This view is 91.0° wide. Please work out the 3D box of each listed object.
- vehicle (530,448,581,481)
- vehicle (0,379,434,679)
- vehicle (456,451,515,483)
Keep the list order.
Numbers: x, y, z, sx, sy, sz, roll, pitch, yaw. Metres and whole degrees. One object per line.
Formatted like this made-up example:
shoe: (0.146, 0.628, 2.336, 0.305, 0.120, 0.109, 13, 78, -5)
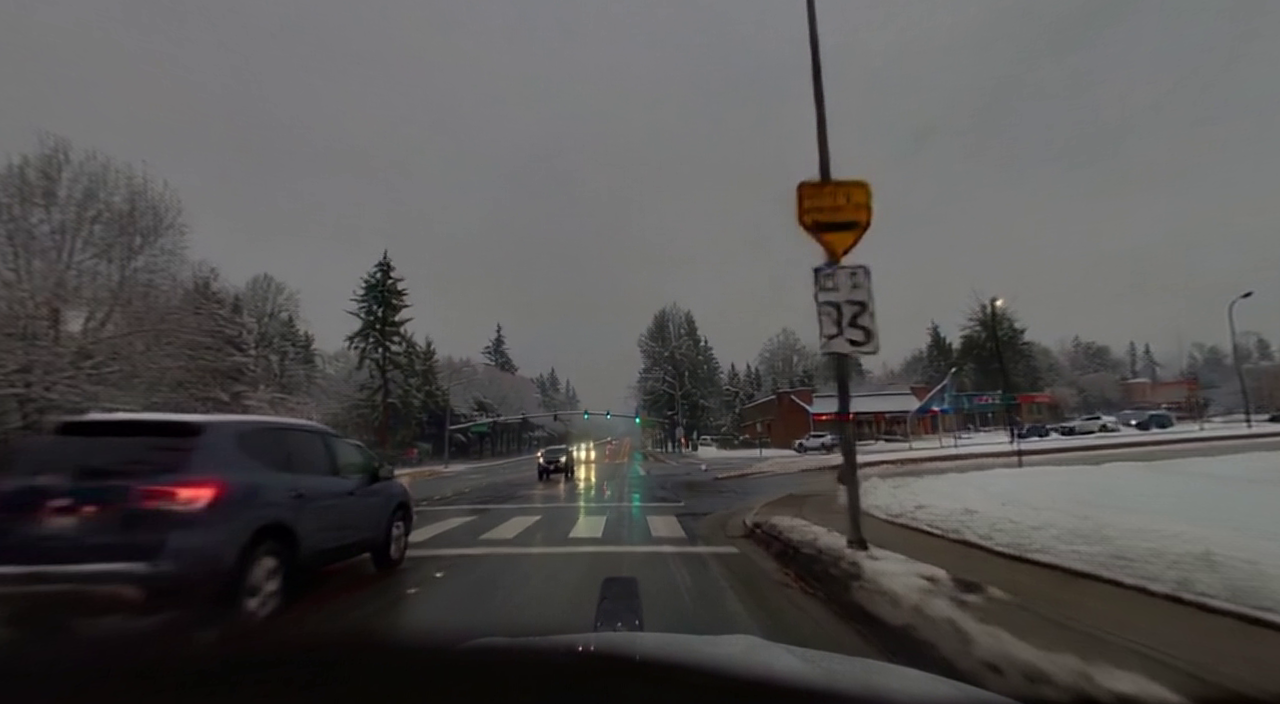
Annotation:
vehicle: (-4.344, 5.876, 33.040, 2.060, 1.580, 3.980, 0, -10, 1)
vehicle: (-3.945, 1.458, 6.151, 2.306, 1.815, 4.476, 0, -10, 0)
vehicle: (-7.722, 5.802, 31.849, 1.875, 1.479, 4.558, 0, -10, -1)
